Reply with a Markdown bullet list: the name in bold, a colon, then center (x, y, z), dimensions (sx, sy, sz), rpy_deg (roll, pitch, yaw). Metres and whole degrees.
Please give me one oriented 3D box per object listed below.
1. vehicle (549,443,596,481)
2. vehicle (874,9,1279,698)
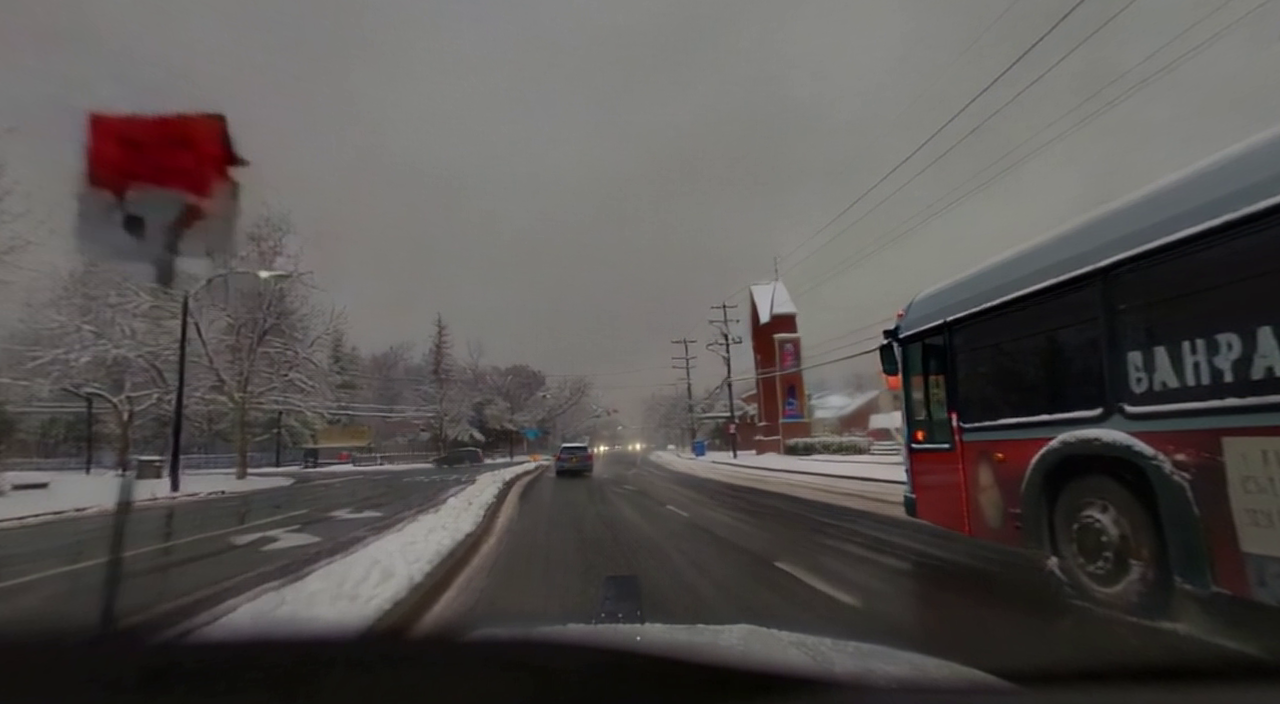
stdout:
- **vehicle**: center (-3.186, 5.116, 29.748), dimensions (2.032, 1.621, 4.082), rpy_deg (1, -9, -7)
- **vehicle**: center (4.712, -0.217, 1.659), dimensions (3.028, 3.353, 12.630), rpy_deg (0, -9, -2)
